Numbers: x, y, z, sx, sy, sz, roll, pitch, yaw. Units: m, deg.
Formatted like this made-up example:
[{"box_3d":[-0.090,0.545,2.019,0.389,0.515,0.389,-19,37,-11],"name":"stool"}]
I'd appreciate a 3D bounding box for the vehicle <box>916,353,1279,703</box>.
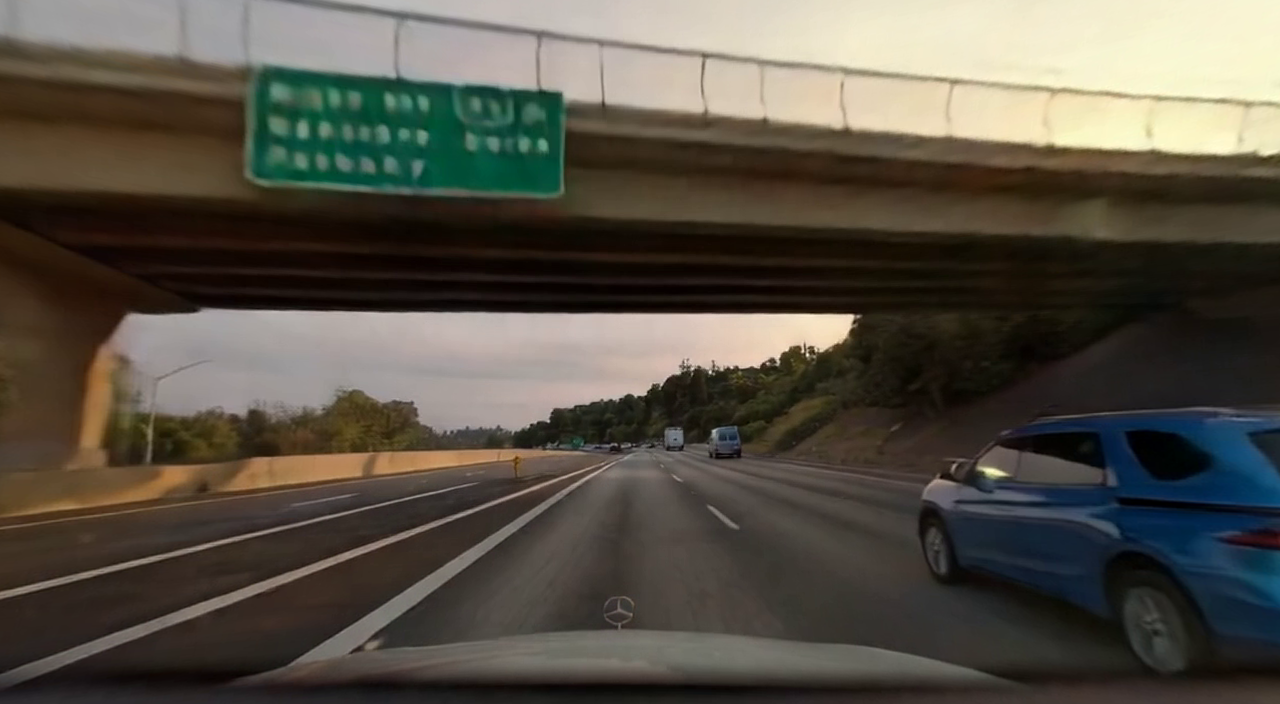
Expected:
[{"box_3d":[4.004,1.065,4.309,2.148,1.691,4.443,0,-9,-1],"name":"vehicle"}]
